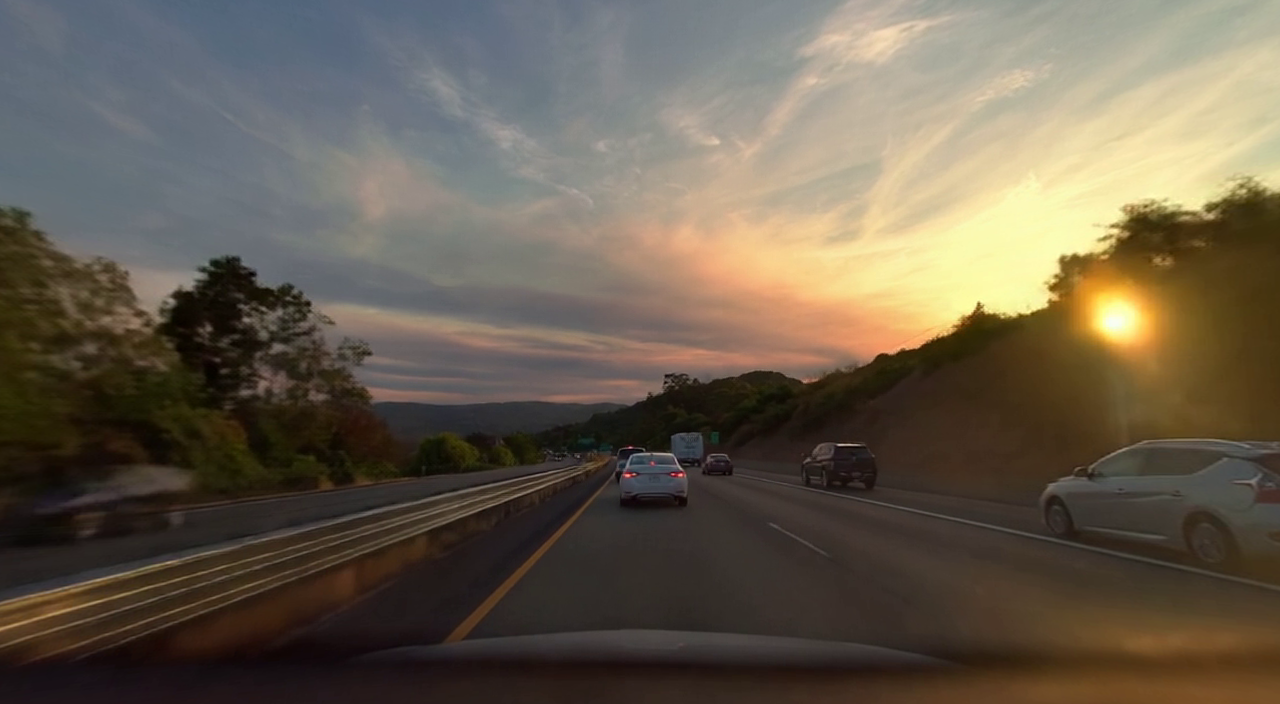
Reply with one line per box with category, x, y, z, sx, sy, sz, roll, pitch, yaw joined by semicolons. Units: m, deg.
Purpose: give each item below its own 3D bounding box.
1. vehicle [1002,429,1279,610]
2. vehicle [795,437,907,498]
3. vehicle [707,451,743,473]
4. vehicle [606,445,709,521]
vehicle;6.274;1.671;7.031;1.965;1.484;4.090;0;-9;-1
vehicle;6.523;3.625;20.043;1.980;1.702;4.235;0;-9;-2
vehicle;6.009;7.818;44.954;1.921;1.451;3.841;0;-9;-2
vehicle;0.328;2.941;14.627;2.076;1.485;3.774;0;-9;-1
